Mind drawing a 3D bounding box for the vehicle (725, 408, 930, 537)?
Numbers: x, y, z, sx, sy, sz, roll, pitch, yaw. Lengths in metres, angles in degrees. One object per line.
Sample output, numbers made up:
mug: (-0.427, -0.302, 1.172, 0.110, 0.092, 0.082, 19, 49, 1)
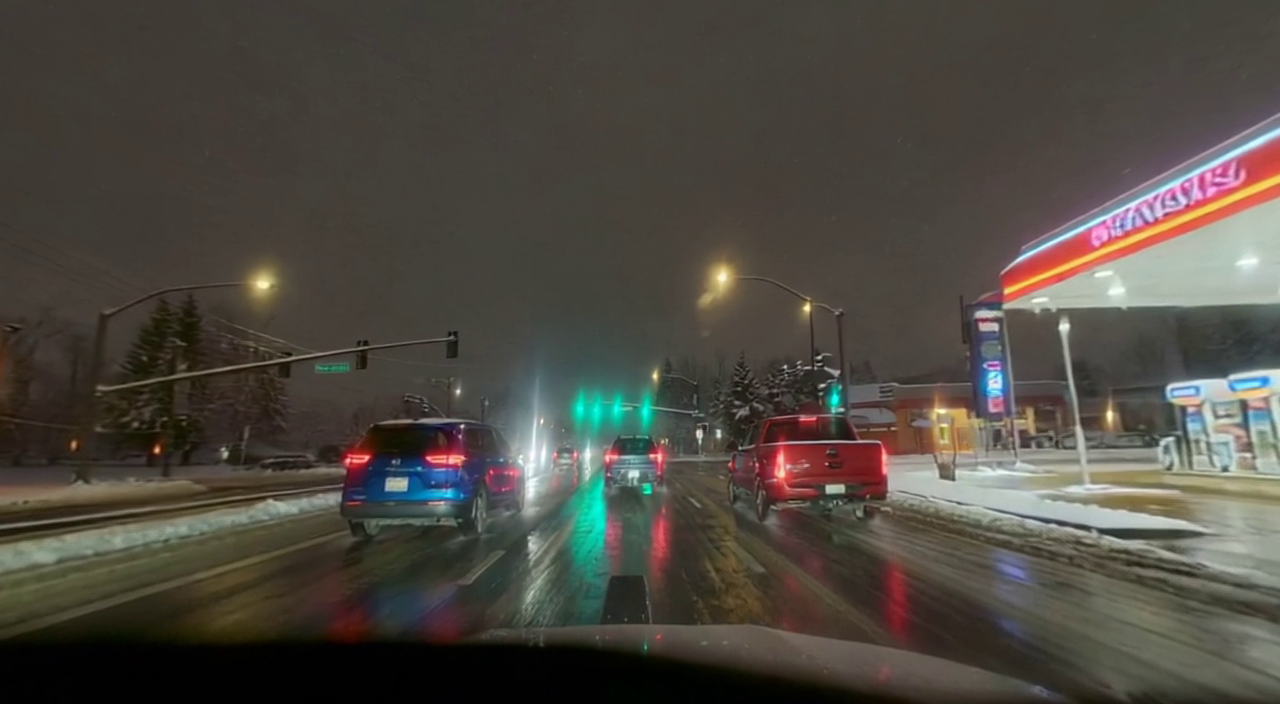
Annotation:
vehicle: (3.102, 2.156, 11.931, 2.161, 1.868, 5.321, 0, -8, -1)

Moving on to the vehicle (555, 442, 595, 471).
vehicle: (-3.617, 5.908, 35.833, 1.954, 1.497, 4.078, 0, -8, -1)

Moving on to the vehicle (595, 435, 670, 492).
vehicle: (-0.242, 3.550, 20.466, 2.181, 1.650, 4.083, 0, -8, -1)

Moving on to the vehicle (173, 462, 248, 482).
vehicle: (-33.863, 9.428, 49.760, 4.630, 1.484, 1.790, -1, -8, 4)

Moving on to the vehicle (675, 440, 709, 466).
vehicle: (3.705, 7.324, 45.819, 2.122, 1.745, 4.337, 0, -8, 0)

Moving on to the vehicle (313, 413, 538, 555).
vehicle: (-3.008, 1.953, 10.013, 2.019, 1.731, 4.299, 0, -8, 0)
